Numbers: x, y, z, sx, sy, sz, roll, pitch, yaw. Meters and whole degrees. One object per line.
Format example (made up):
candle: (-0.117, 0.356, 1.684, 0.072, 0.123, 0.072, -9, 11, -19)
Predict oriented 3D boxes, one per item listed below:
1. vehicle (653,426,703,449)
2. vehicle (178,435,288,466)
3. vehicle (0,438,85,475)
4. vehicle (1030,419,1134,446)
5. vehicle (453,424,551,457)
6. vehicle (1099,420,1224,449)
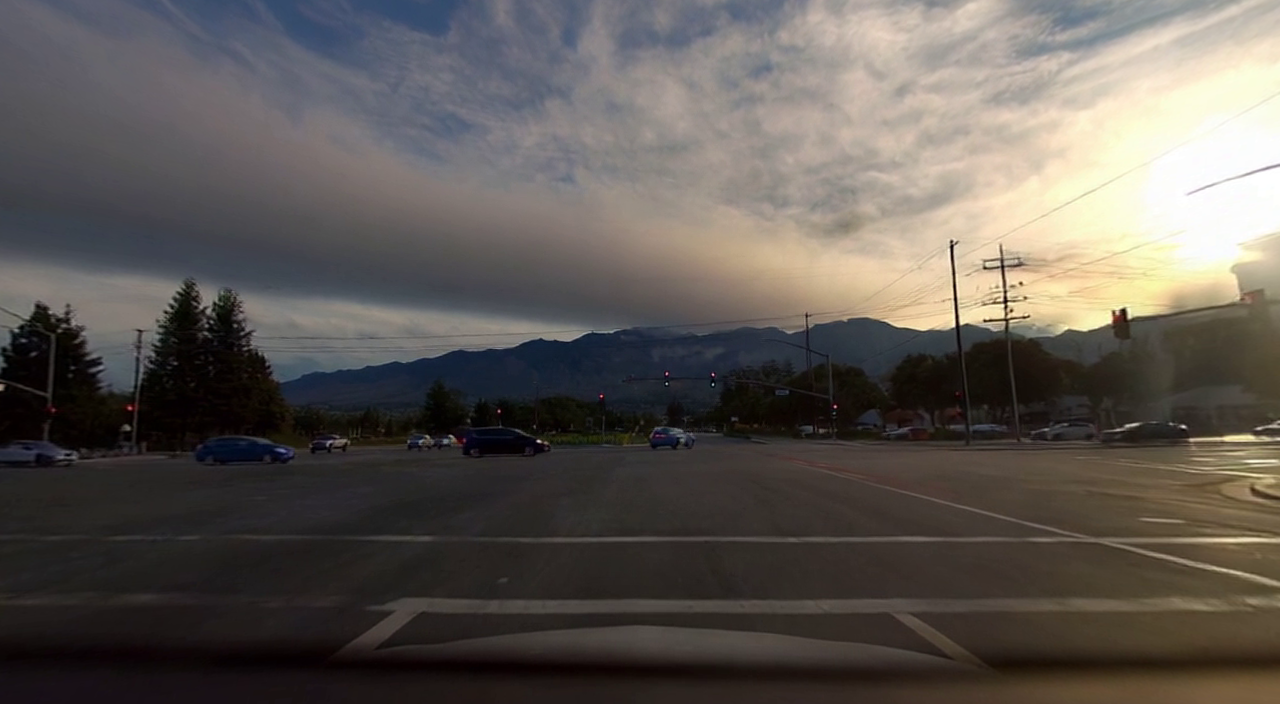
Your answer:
vehicle: (3.048, 6.780, 49.998, 2.020, 1.713, 4.547, -5, -10, 32)
vehicle: (-20.859, 5.057, 32.564, 4.218, 1.542, 2.044, 1, -8, -9)
vehicle: (-30.872, 5.122, 31.167, 4.812, 1.735, 2.105, 0, -8, -2)
vehicle: (28.327, 5.228, 40.641, 5.100, 1.680, 2.055, 0, -8, 1)
vehicle: (-8.202, 5.294, 37.699, 5.228, 1.805, 2.246, 5, -10, -30)
vehicle: (27.300, 4.360, 33.199, 4.778, 1.495, 1.959, 0, -8, 0)
